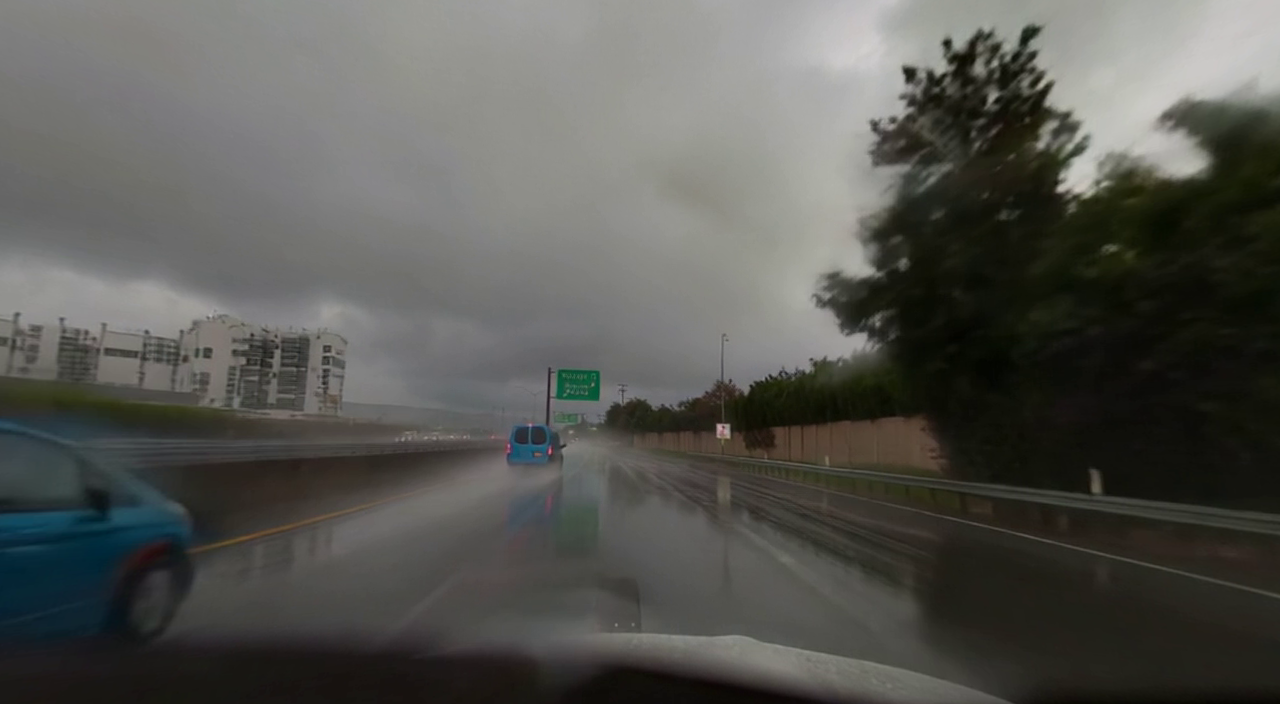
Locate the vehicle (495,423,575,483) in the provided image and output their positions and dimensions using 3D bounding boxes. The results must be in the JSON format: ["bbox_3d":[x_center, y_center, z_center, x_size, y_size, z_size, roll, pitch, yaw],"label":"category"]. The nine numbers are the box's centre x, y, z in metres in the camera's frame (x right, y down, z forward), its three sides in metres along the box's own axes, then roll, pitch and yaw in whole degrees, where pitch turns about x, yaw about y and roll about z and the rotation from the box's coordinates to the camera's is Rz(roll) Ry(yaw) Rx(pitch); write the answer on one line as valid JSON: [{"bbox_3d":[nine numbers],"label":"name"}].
[{"bbox_3d":[-3.669,3.636,22.940,2.260,1.901,4.665,0,-8,-2],"label":"vehicle"}]

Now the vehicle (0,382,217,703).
[{"bbox_3d":[-3.988,0.844,2.317,2.045,1.547,4.162,0,-8,-2],"label":"vehicle"}]
